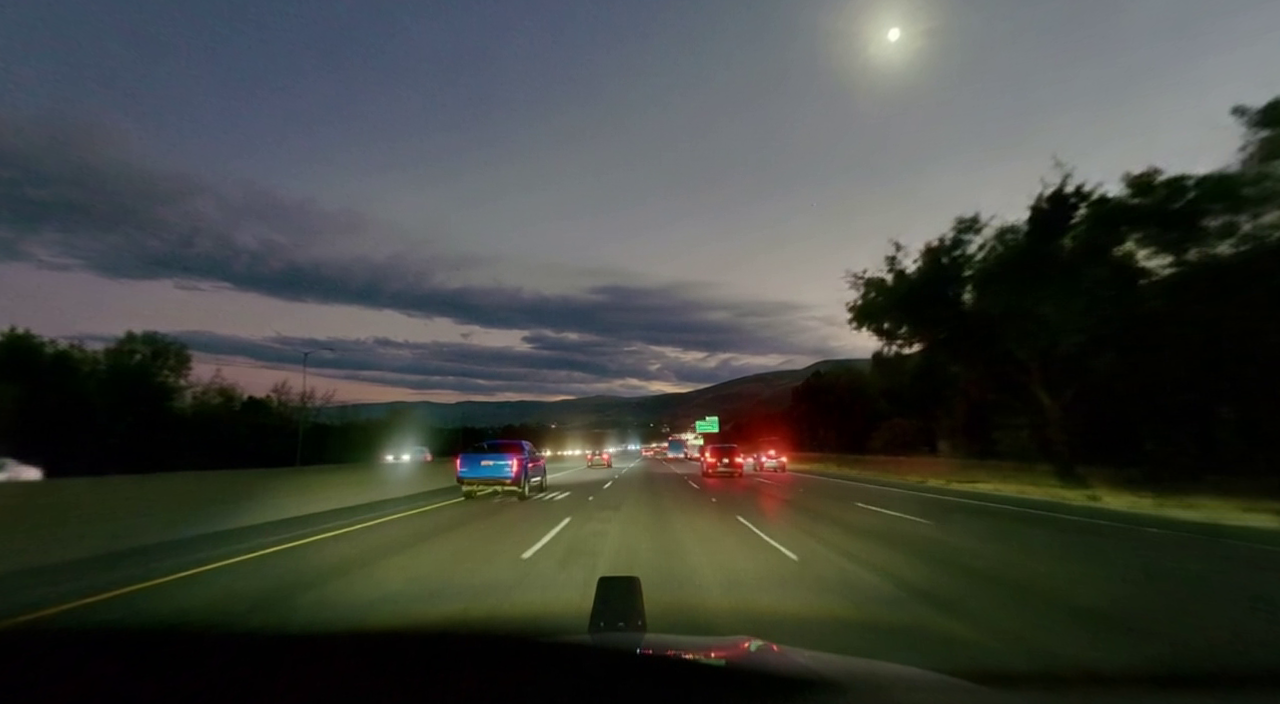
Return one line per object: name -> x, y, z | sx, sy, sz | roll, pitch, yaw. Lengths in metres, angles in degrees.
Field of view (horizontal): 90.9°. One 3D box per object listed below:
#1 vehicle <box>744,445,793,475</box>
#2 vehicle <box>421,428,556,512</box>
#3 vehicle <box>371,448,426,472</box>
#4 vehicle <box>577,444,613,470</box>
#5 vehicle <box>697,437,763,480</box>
vehicle -> 8.013, 6.772, 39.752 | 2.104, 1.724, 4.701 | 0, -8, 0
vehicle -> -3.736, 3.023, 16.768 | 2.227, 1.853, 5.161 | -1, -8, 1
vehicle -> -16.926, 7.577, 44.443 | 1.963, 1.590, 4.486 | -1, -8, 1
vehicle -> -3.247, 7.725, 46.441 | 2.235, 1.785, 4.386 | -1, -8, 1
vehicle -> 4.401, 5.337, 31.959 | 2.424, 1.952, 5.611 | 0, -8, -1
